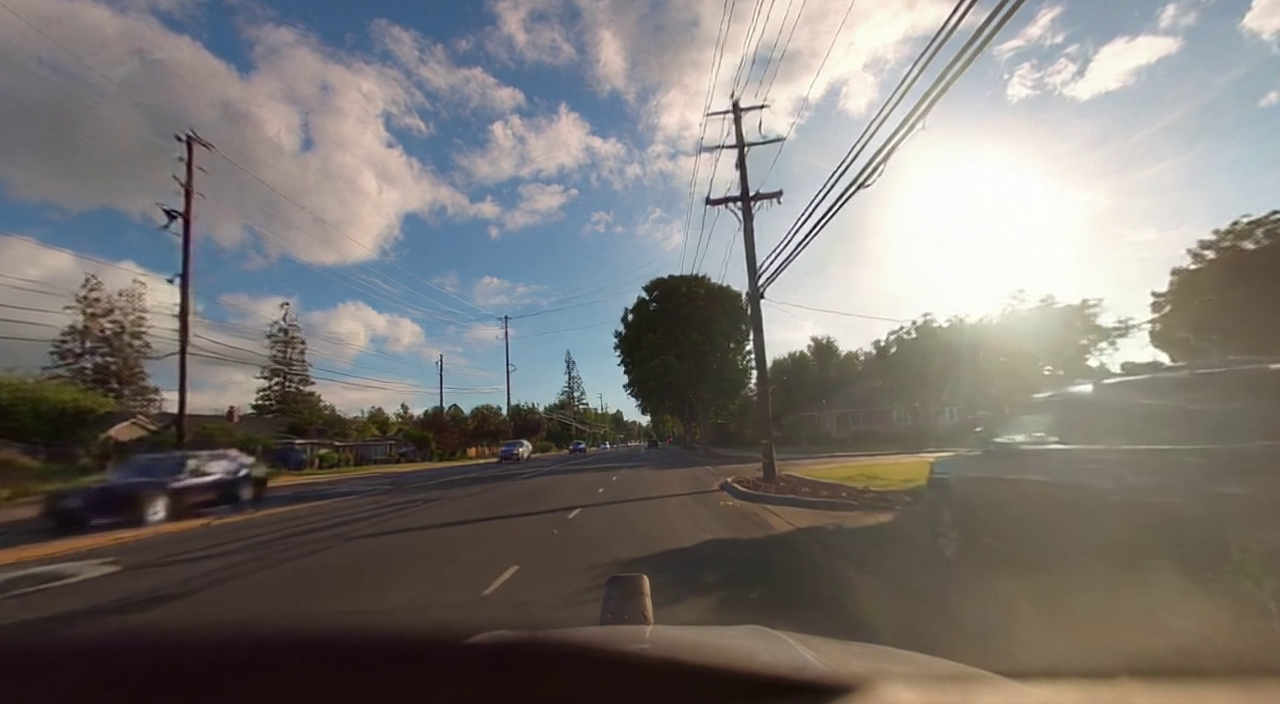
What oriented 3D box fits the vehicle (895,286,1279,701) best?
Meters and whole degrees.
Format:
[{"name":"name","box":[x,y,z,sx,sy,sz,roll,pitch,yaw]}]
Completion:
[{"name":"vehicle","box":[4.066,0.930,4.789,2.228,1.885,4.854,0,-8,0]}]

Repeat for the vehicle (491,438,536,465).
[{"name":"vehicle","box":[-8.576,6.784,42.983,2.003,1.719,4.489,-1,-8,2]}]

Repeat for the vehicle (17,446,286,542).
[{"name":"vehicle","box":[-9.114,2.615,12.348,1.915,1.539,4.106,0,-8,1]}]
